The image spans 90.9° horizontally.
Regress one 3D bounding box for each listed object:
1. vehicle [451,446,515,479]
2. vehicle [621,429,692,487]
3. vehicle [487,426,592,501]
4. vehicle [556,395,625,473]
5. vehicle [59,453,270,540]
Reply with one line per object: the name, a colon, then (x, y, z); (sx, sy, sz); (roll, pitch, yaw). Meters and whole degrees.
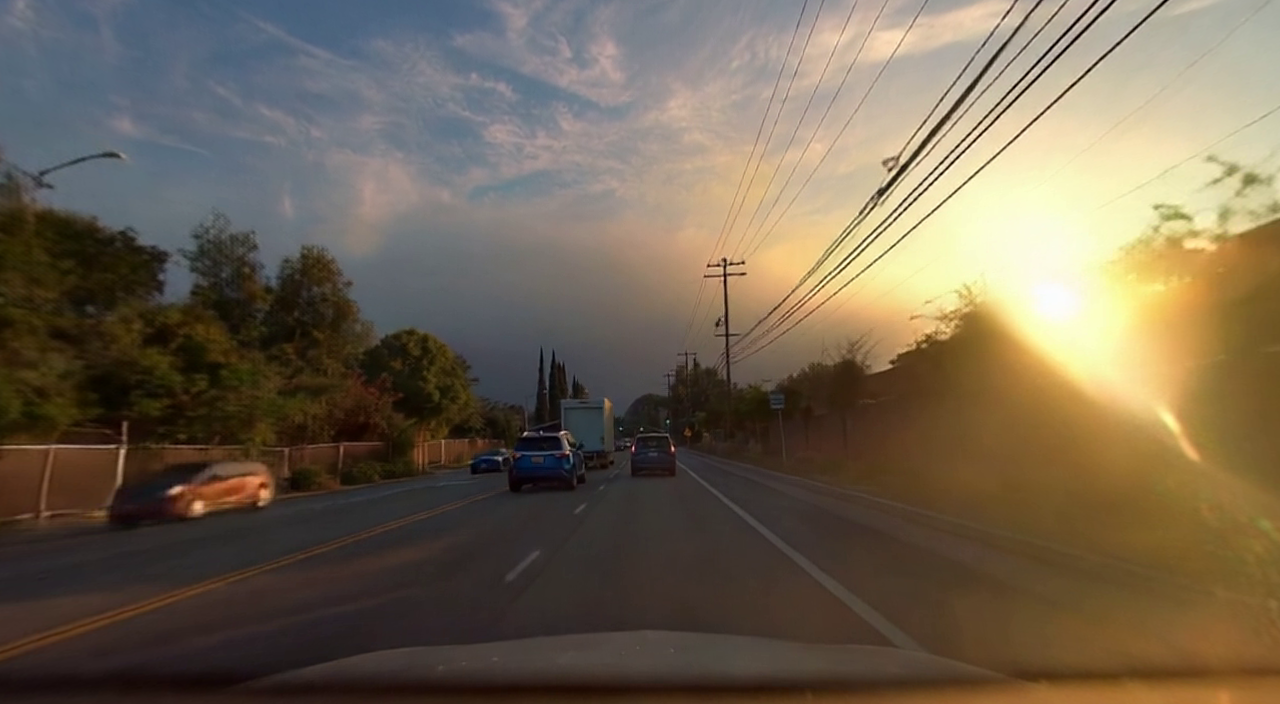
vehicle: (-8.036, 5.672, 32.718); (2.081, 1.568, 4.265); (0, -9, 2)
vehicle: (0.524, 3.554, 21.325); (2.174, 1.749, 4.113); (0, -9, 1)
vehicle: (-2.670, 3.112, 17.936); (2.093, 1.832, 4.508); (0, -9, 2)
vehicle: (-2.475, 4.706, 35.262); (2.928, 3.658, 10.953); (0, -9, 0)
vehicle: (-11.832, 3.547, 16.184); (1.959, 1.691, 4.479); (-5, -9, 0)
